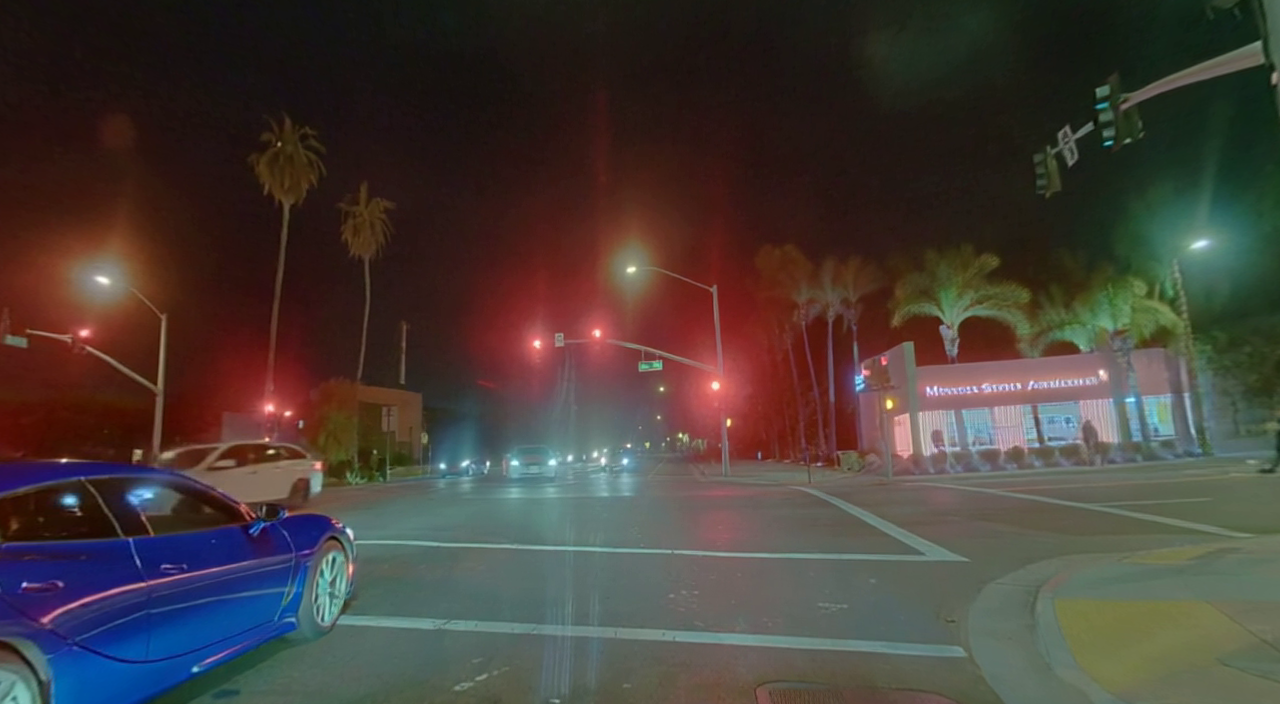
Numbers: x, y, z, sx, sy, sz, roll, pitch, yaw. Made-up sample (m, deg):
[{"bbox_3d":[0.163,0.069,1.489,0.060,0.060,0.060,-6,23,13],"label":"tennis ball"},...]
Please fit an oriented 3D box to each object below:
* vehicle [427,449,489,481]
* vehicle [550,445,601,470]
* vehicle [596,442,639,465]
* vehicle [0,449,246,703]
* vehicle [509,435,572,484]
[{"bbox_3d":[-11.386,7.052,39.803,1.870,1.705,4.426,-7,-10,11],"label":"vehicle"},{"bbox_3d":[-4.041,6.698,40.393,1.839,1.468,4.549,-2,-9,12],"label":"vehicle"},{"bbox_3d":[-1.689,7.778,48.545,2.072,1.613,4.386,-3,-9,15],"label":"vehicle"},{"bbox_3d":[-3.704,1.016,2.242,1.850,1.325,4.295,0,-9,0],"label":"vehicle"},{"bbox_3d":[-4.055,4.220,25.117,2.092,1.709,4.775,2,-9,-13],"label":"vehicle"}]
